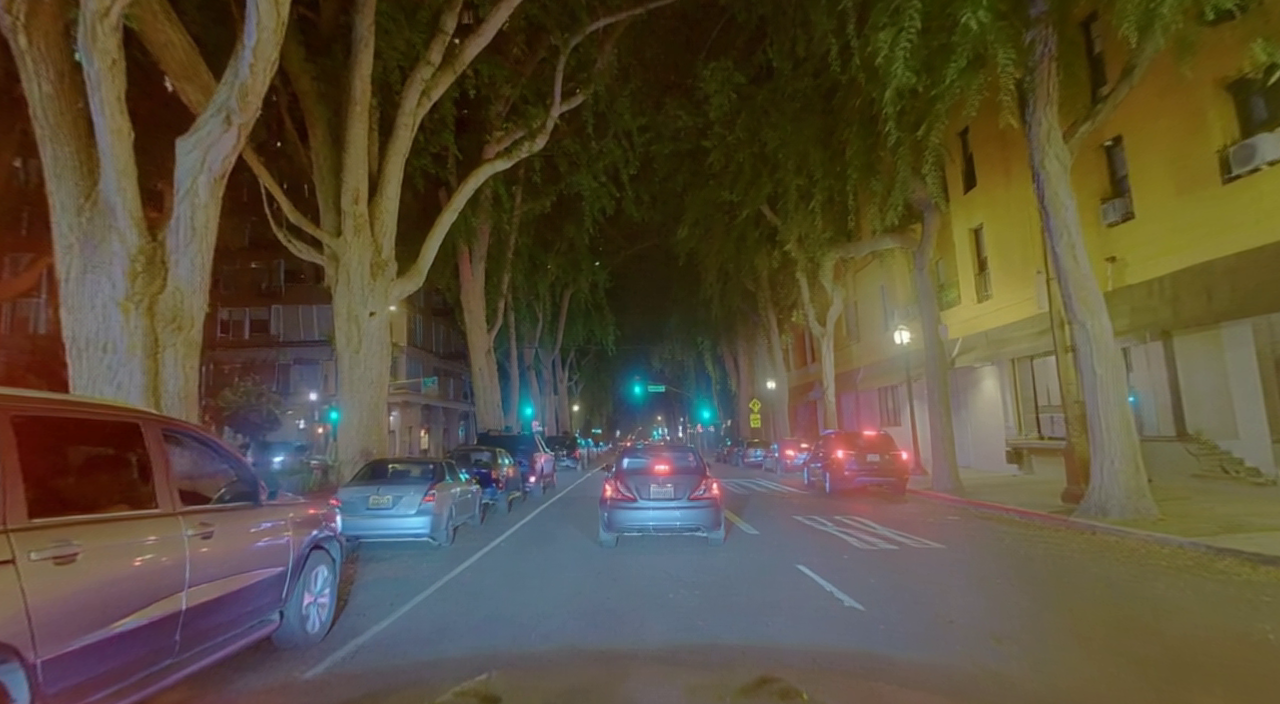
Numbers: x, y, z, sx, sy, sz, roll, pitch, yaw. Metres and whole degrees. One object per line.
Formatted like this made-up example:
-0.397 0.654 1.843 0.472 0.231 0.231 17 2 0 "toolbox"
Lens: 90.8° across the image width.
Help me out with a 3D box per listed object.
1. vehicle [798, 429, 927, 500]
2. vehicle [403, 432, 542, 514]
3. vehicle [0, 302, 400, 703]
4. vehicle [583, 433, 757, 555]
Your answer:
6.341 3.248 18.695 2.025 1.808 4.579 0 -9 -2 "vehicle"
-3.509 2.625 14.236 1.901 1.522 4.556 0 -9 0 "vehicle"
-3.273 0.929 3.391 2.152 1.802 4.628 0 -9 0 "vehicle"
0.268 1.994 9.583 2.095 1.438 3.843 0 -9 -3 "vehicle"
